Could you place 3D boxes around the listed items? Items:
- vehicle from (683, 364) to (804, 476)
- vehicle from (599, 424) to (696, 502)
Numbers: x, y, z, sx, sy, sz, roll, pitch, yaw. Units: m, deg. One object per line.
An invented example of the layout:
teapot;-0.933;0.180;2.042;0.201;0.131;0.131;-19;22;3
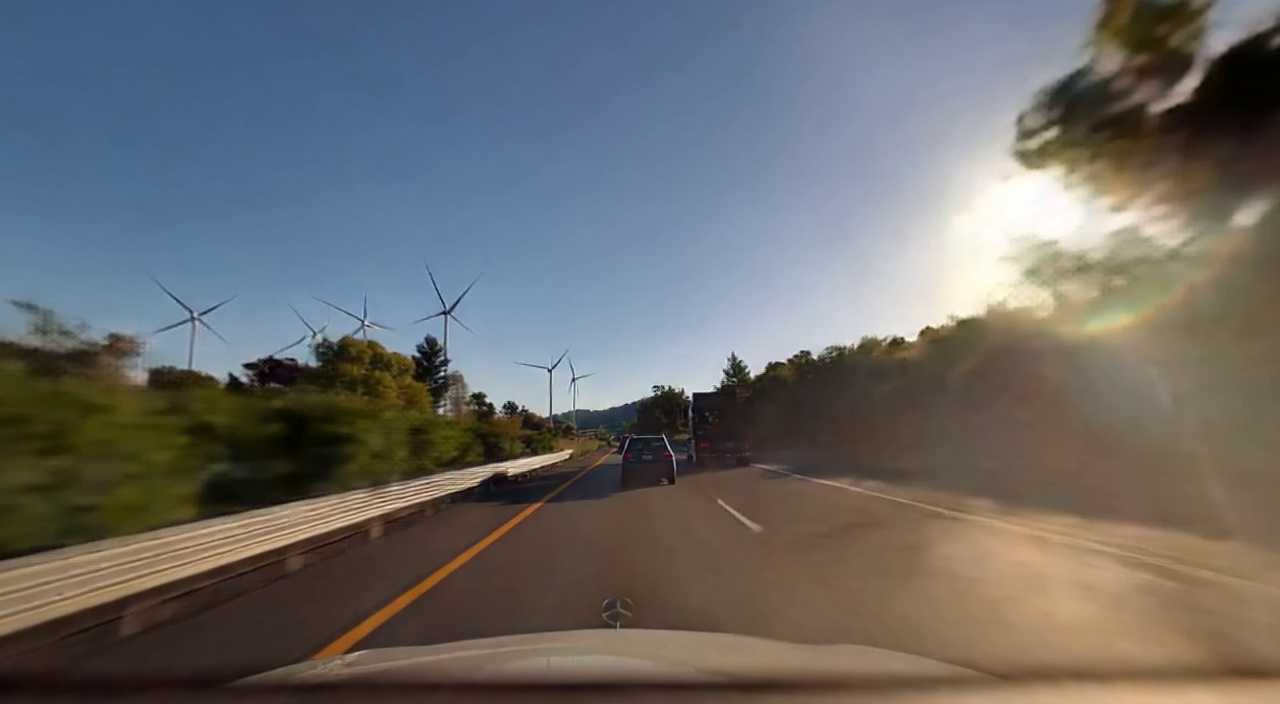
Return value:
vehicle;4.309;3.452;30.588;3.129;4.126;14.913;0;-8;-1
vehicle;0.098;2.616;15.424;2.038;1.624;4.312;0;-8;-1
